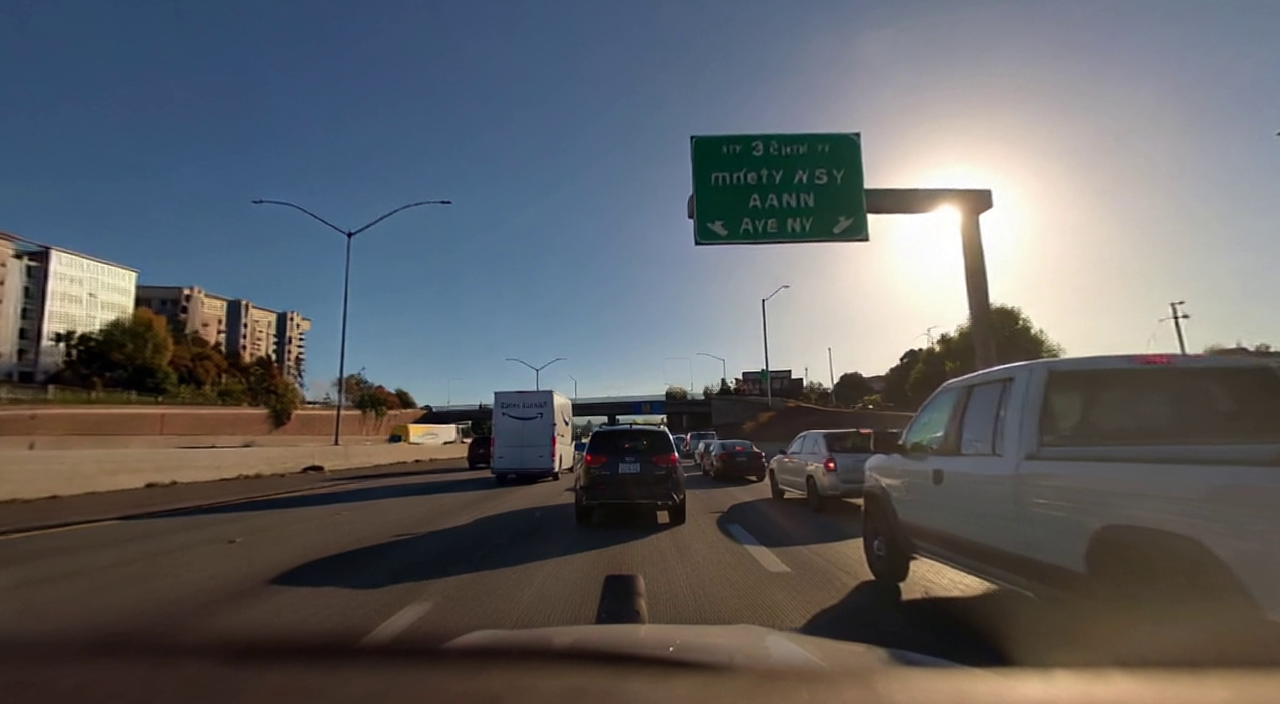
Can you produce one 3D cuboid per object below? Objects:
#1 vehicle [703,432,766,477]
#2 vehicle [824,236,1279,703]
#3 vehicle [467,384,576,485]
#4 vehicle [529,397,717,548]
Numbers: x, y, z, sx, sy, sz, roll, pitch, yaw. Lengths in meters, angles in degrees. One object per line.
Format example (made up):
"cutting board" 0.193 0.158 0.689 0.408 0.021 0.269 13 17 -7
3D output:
"vehicle" 3.961 4.399 27.200 2.064 1.720 4.416 0 -9 0
"vehicle" 3.006 0.873 3.503 2.341 1.890 5.144 1 -9 -1
"vehicle" -3.702 2.834 21.283 2.415 2.821 6.636 1 -9 0
"vehicle" -0.211 1.802 9.952 2.287 1.823 4.369 0 -9 0
